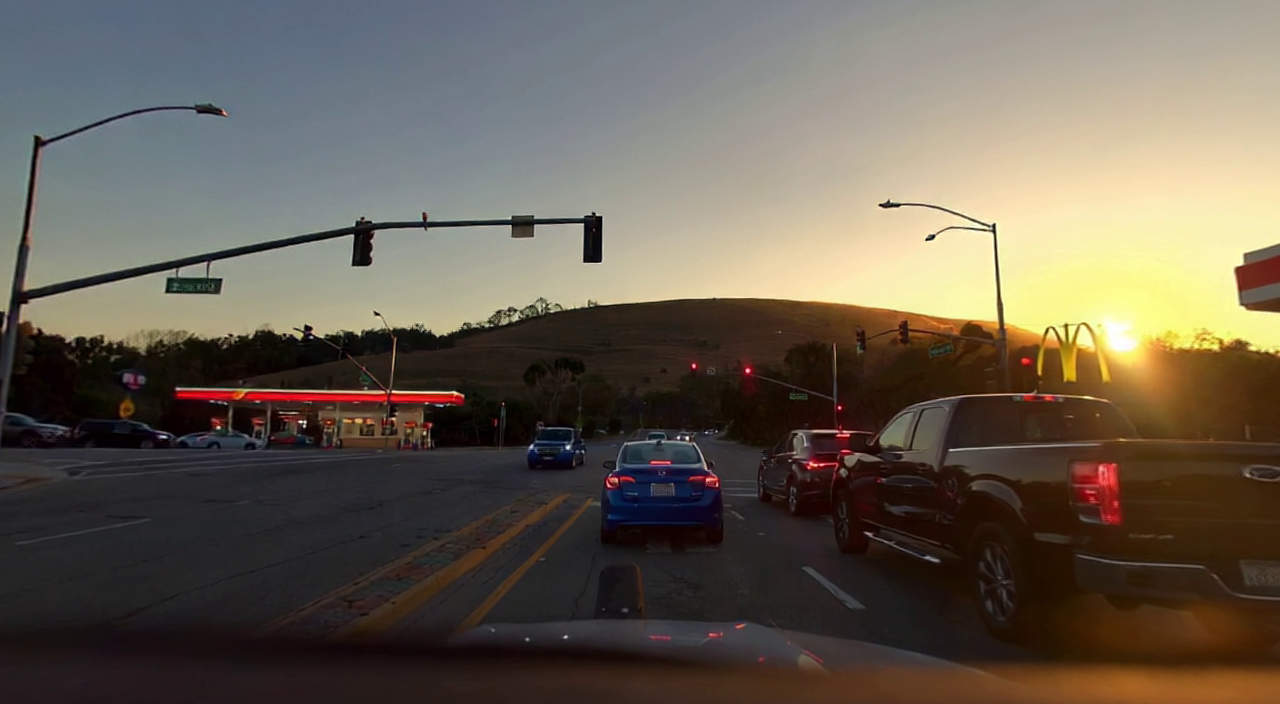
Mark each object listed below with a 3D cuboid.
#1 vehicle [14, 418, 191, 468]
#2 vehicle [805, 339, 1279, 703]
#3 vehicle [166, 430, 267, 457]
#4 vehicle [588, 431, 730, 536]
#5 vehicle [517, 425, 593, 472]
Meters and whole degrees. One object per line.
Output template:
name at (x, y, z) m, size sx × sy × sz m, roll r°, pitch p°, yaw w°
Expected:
vehicle at (-19.664, 3.357, 23.207) m, size 4.742 × 1.720 × 2.107 m, roll -1°, pitch -8°, yaw 5°
vehicle at (3.551, 1.302, 6.075) m, size 2.277 × 1.871 × 6.143 m, roll 0°, pitch -8°, yaw 0°
vehicle at (-23.097, 5.021, 34.487) m, size 4.326 × 1.420 × 1.798 m, roll -1°, pitch -8°, yaw 4°
vehicle at (0.271, 2.181, 11.053) m, size 2.027 × 1.494 × 3.824 m, roll 0°, pitch -8°, yaw 0°
vehicle at (-4.002, 4.720, 31.050) m, size 2.615 × 2.031 × 5.638 m, roll 0°, pitch -8°, yaw 4°
